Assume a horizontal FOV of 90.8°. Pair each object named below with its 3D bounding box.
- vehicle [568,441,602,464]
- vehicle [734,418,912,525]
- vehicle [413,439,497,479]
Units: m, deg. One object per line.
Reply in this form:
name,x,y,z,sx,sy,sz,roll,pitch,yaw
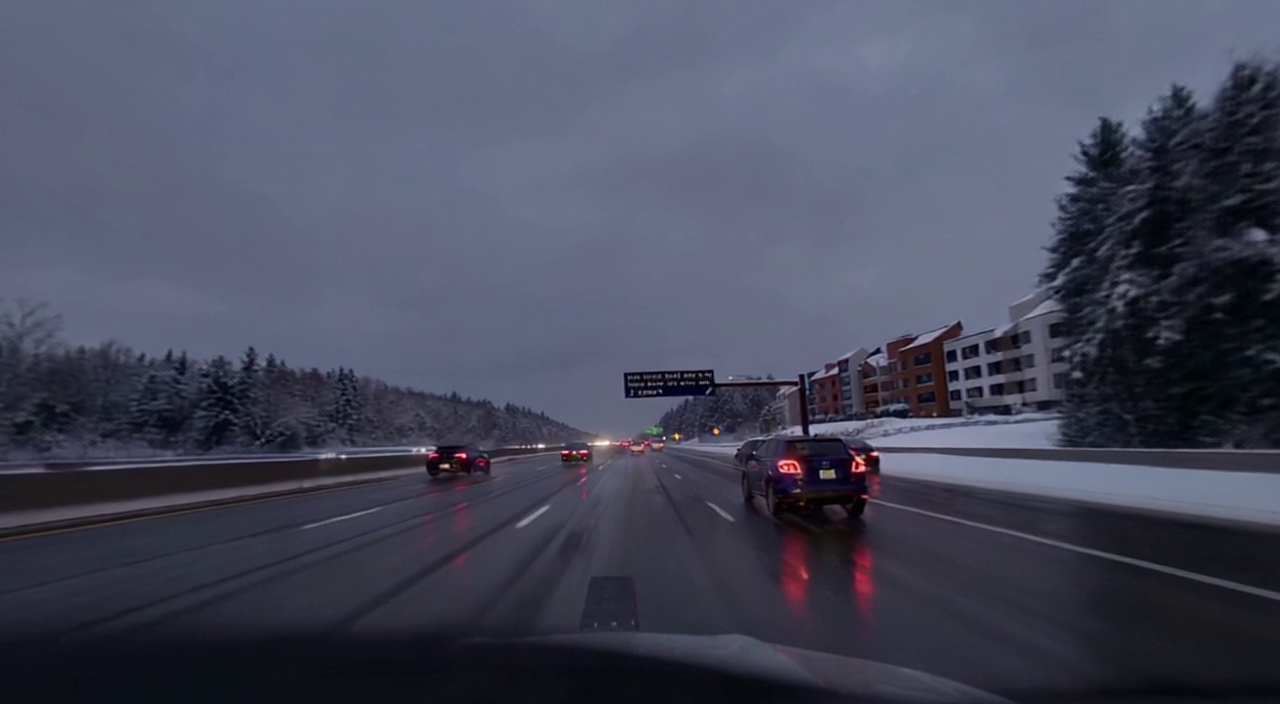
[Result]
vehicle,-3.713,6.855,43.197,2.002,1.466,4.378,0,-9,0
vehicle,3.265,2.239,12.329,2.080,1.694,4.286,0,-9,-1
vehicle,-7.478,4.358,26.052,2.021,1.496,4.495,0,-9,1
